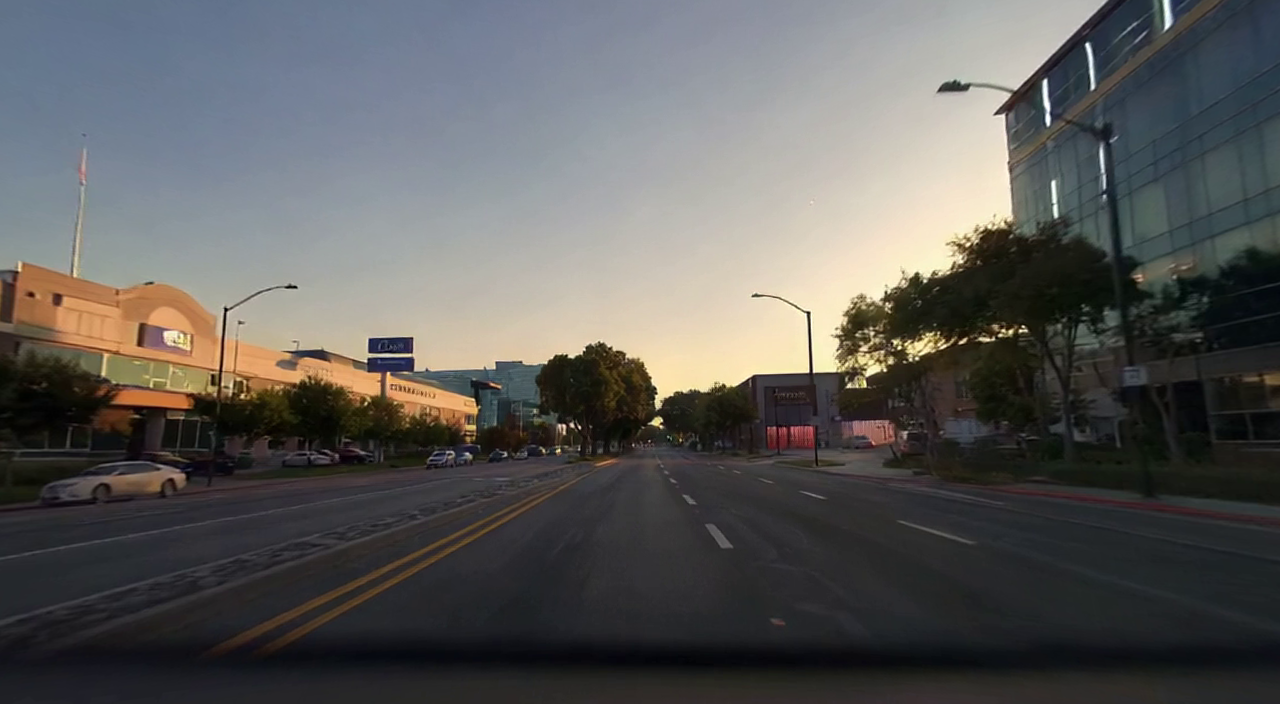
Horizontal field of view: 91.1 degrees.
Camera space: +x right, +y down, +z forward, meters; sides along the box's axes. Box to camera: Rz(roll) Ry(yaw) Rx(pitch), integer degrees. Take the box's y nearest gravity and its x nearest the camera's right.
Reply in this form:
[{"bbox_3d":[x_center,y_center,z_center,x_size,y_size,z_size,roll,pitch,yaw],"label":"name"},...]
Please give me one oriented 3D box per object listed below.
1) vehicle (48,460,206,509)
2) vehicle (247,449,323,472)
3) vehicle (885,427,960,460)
[{"bbox_3d":[-19.679,5.062,24.467,2.068,1.479,4.889,-1,-8,0],"label":"vehicle"},{"bbox_3d":[-27.459,8.406,48.695,4.573,1.633,2.016,1,-8,-5],"label":"vehicle"},{"bbox_3d":[16.784,5.516,37.653,2.151,1.814,5.129,0,-8,1],"label":"vehicle"}]
